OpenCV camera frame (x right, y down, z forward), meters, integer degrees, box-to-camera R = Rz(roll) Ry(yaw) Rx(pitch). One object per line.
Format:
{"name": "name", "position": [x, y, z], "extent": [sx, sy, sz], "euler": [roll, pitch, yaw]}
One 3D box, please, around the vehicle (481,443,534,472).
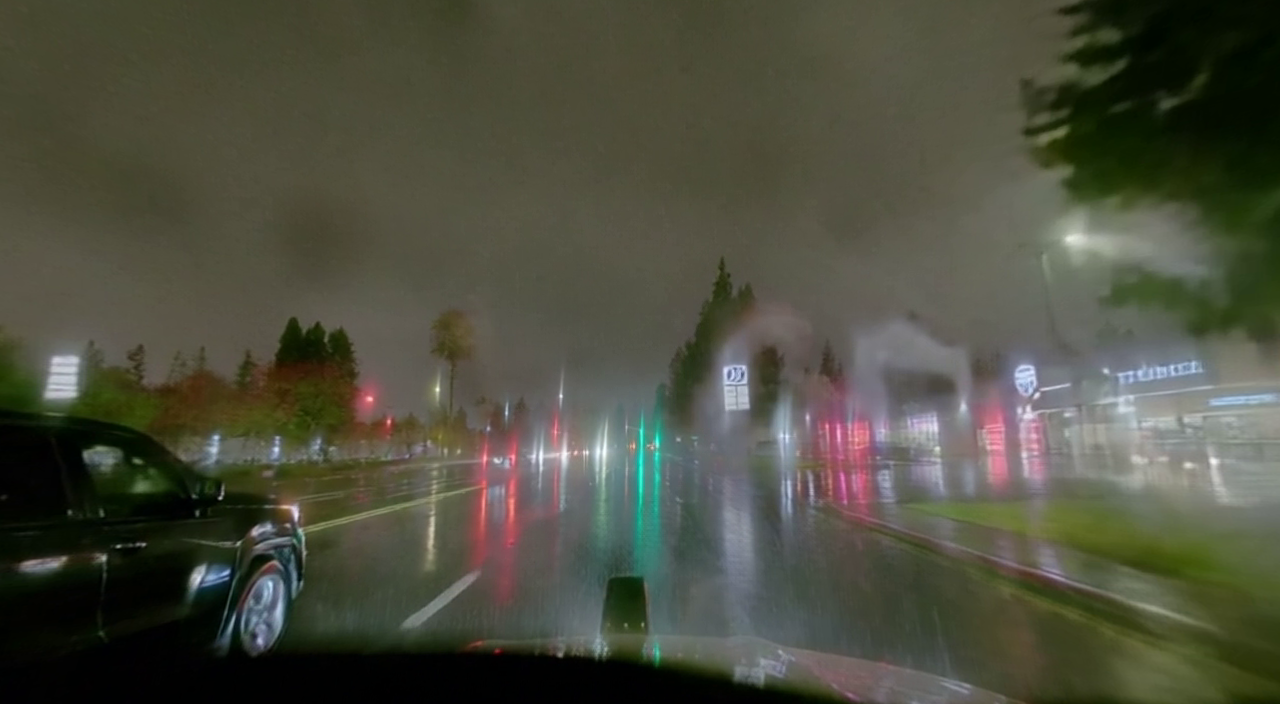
{"name": "vehicle", "position": [-7.426, 5.944, 35.750], "extent": [1.990, 1.483, 4.410], "euler": [0, -8, 1]}

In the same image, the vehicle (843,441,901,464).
{"name": "vehicle", "position": [15.877, 6.894, 43.440], "extent": [2.177, 1.397, 4.511], "euler": [-2, -8, -1]}

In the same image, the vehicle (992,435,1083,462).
{"name": "vehicle", "position": [26.669, 6.455, 42.596], "extent": [2.672, 1.580, 5.933], "euler": [-3, -7, 5]}

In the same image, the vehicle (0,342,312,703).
{"name": "vehicle", "position": [-3.312, 0.791, 2.144], "extent": [2.127, 1.654, 4.121], "euler": [0, -8, 0]}

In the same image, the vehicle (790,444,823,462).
{"name": "vehicle", "position": [13.074, 7.925, 49.652], "extent": [1.540, 1.395, 3.516], "euler": [0, -8, -1]}

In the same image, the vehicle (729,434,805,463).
{"name": "vehicle", "position": [8.891, 6.739, 44.161], "extent": [5.031, 1.951, 2.184], "euler": [-2, -9, 15]}
